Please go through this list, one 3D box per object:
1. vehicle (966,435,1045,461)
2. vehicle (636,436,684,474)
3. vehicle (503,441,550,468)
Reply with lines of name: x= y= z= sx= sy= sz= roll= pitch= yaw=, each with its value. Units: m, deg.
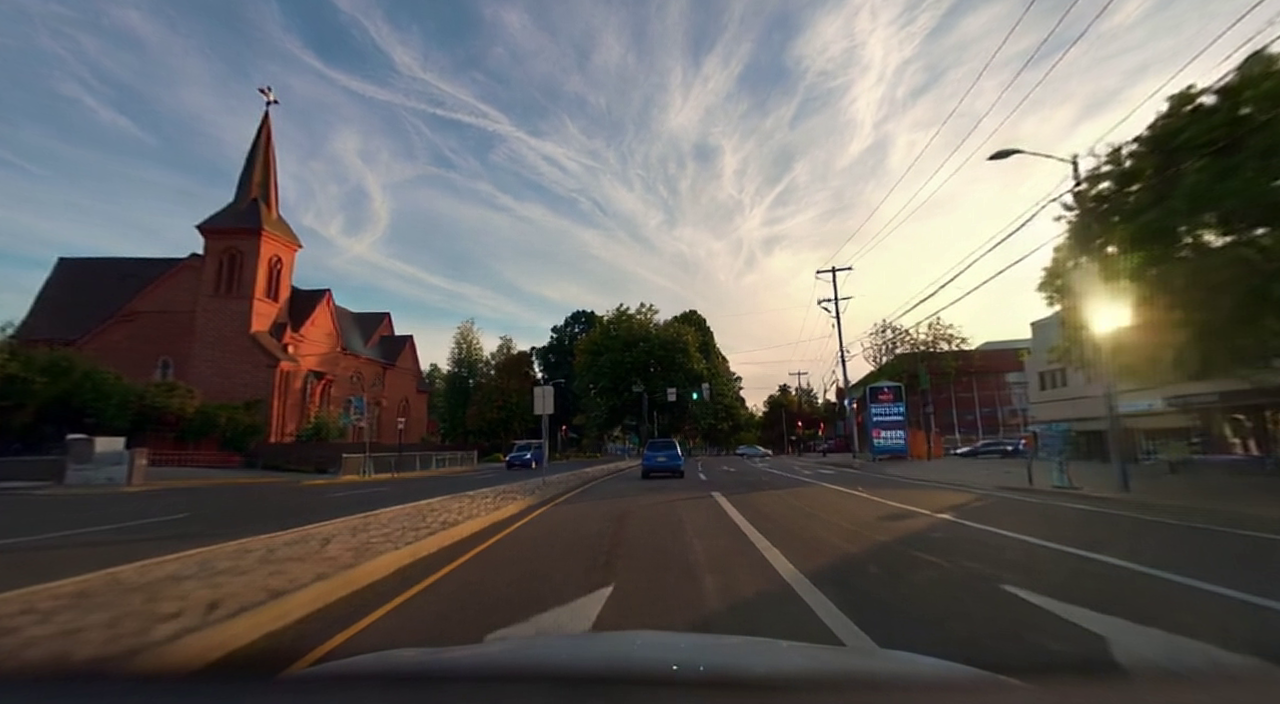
vehicle: x=26.455 y=6.939 z=45.796 sx=4.510 sy=1.733 sz=2.066 roll=0 pitch=-8 yaw=-8
vehicle: x=0.968 y=4.747 z=29.226 sx=2.032 sy=1.621 sz=4.082 roll=-1 pitch=-9 yaw=3
vehicle: x=-8.496 y=7.720 z=47.663 sx=2.159 sy=1.850 sz=4.944 roll=-1 pitch=-9 yaw=6
